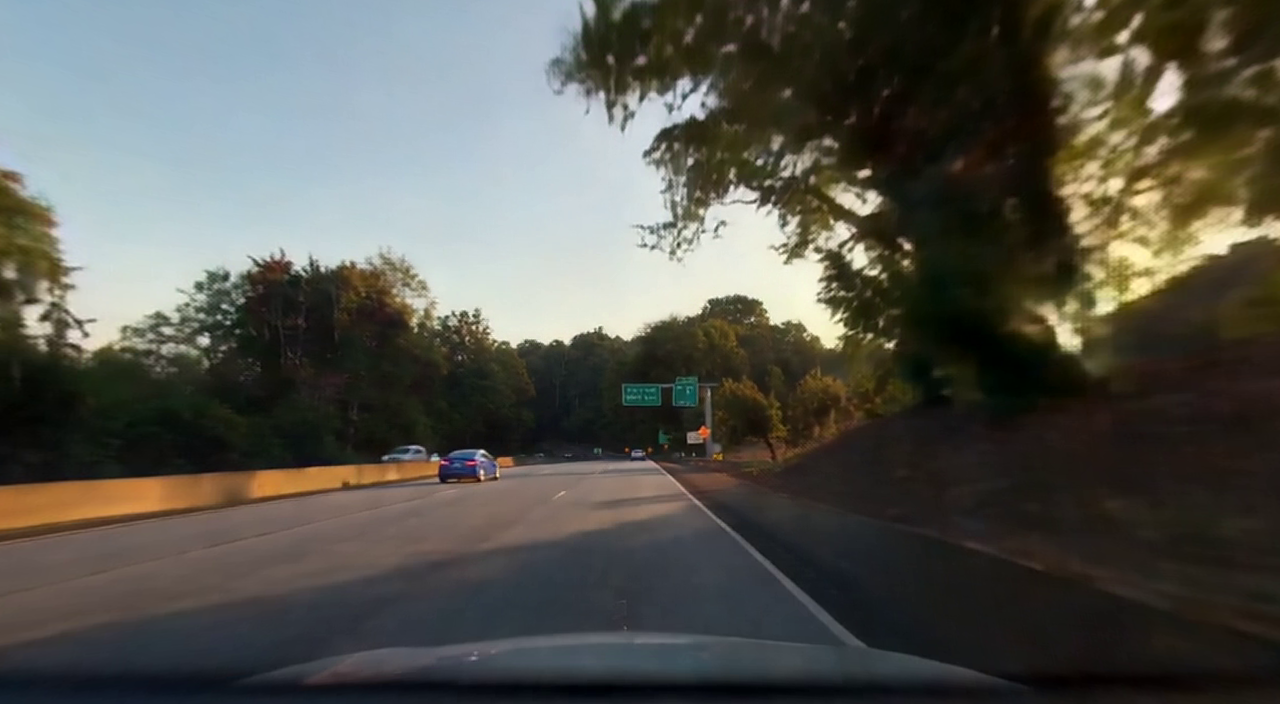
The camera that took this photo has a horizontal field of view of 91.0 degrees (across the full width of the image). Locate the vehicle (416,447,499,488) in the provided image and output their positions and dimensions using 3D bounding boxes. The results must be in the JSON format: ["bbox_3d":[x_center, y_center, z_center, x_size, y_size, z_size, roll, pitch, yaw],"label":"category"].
[{"bbox_3d":[-7.658,4.851,26.944,2.094,1.579,4.655,0,-9,0],"label":"vehicle"}]

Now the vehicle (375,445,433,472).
[{"bbox_3d":[-18.170,8.224,48.762,2.307,1.965,5.330,0,-9,1],"label":"vehicle"}]
